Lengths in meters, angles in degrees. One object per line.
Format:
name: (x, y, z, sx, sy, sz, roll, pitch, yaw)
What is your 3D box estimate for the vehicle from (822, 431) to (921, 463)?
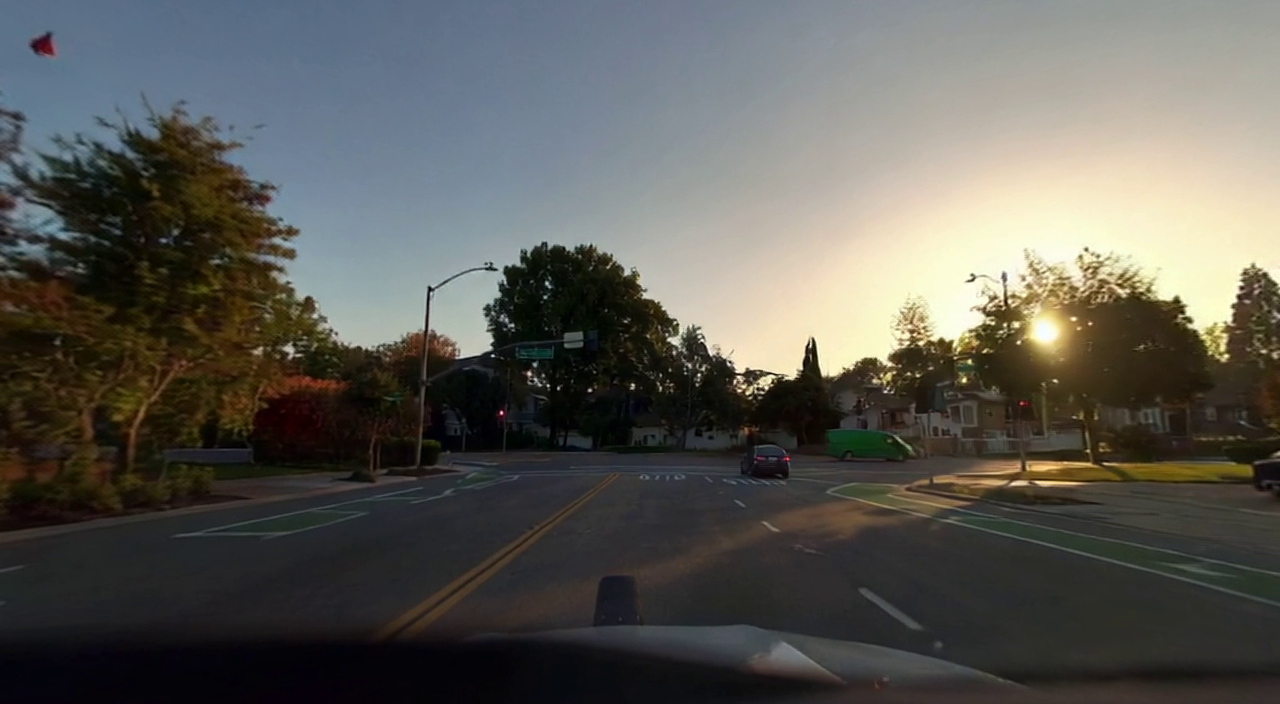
vehicle: (15.542, 6.423, 42.724, 5.869, 2.098, 2.206, -1, -9, 4)

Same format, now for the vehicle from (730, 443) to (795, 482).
vehicle: (5.003, 4.579, 26.444, 1.947, 1.485, 4.336, 0, -9, 1)

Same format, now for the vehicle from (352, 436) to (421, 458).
vehicle: (-18.107, 6.830, 45.203, 4.081, 1.522, 1.863, -1, -9, 5)
